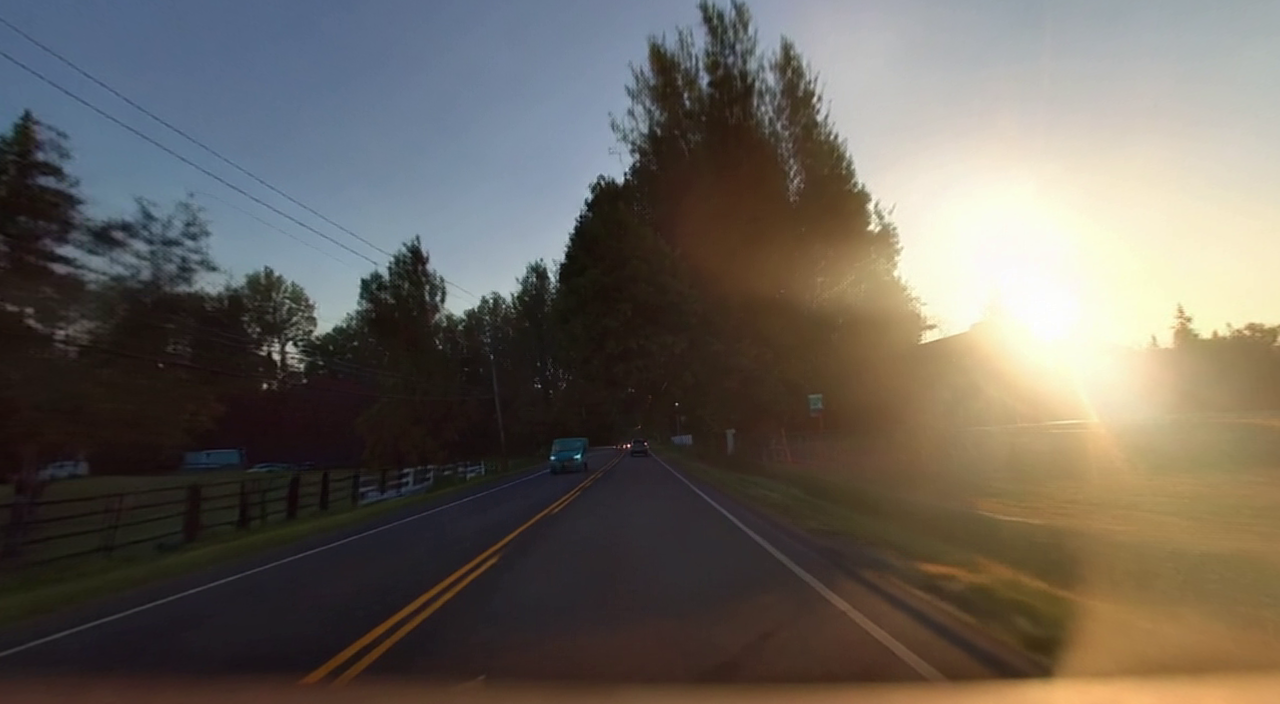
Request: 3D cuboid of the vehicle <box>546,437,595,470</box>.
[{"bbox_3d":[-3.791,5.685,35.484,2.217,1.704,4.418,0,-9,1],"label":"vehicle"}]
